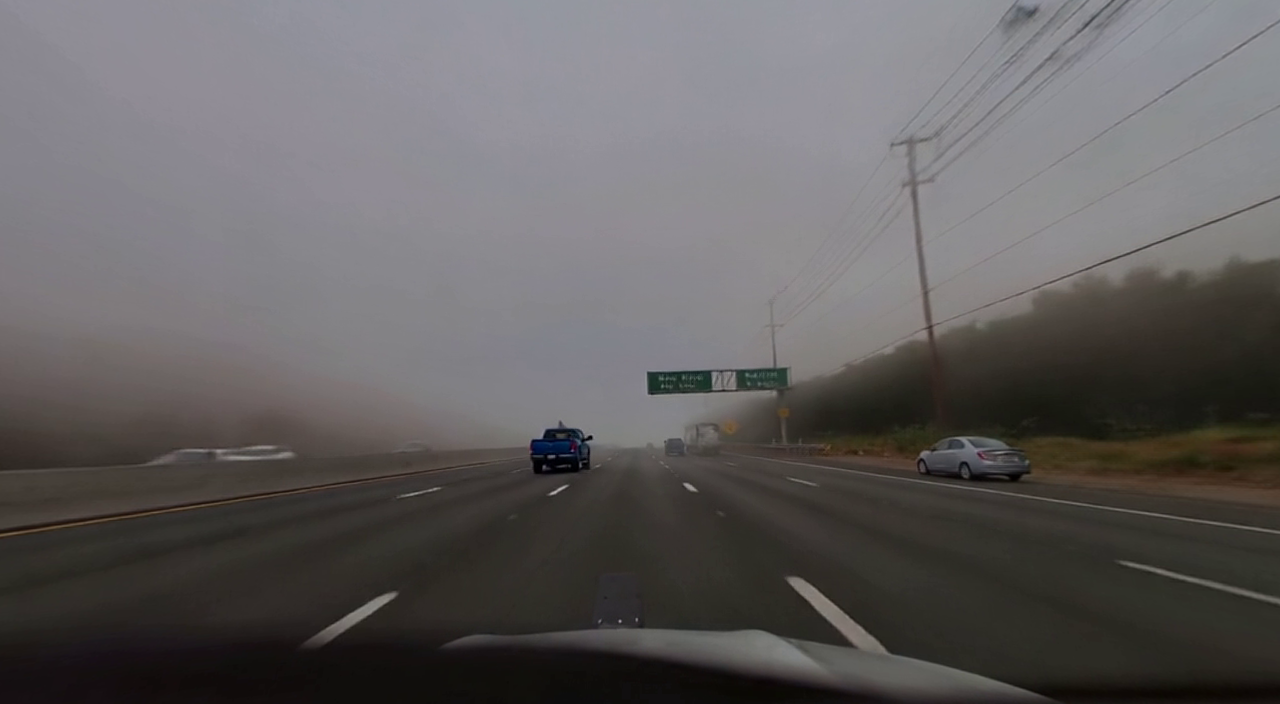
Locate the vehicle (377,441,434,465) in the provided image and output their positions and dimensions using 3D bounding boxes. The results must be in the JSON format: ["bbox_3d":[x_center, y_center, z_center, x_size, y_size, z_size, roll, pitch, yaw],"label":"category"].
[{"bbox_3d":[-17.874,7.728,48.333,2.245,1.774,5.296,0,-9,1],"label":"vehicle"}]

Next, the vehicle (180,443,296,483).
[{"bbox_3d":[-18.114,4.997,28.687,2.145,1.623,4.693,0,-9,0],"label":"vehicle"}]

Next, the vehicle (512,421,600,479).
[{"bbox_3d":[-3.159,3.930,25.294,2.508,2.023,6.176,0,-9,2],"label":"vehicle"}]

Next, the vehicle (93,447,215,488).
[{"bbox_3d":[-21.901,5.187,28.638,1.892,1.704,4.500,0,-9,0],"label":"vehicle"}]

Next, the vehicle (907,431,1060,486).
[{"bbox_3d":[10.396,3.256,19.560,2.076,1.470,4.644,0,-9,-1],"label":"vehicle"}]
